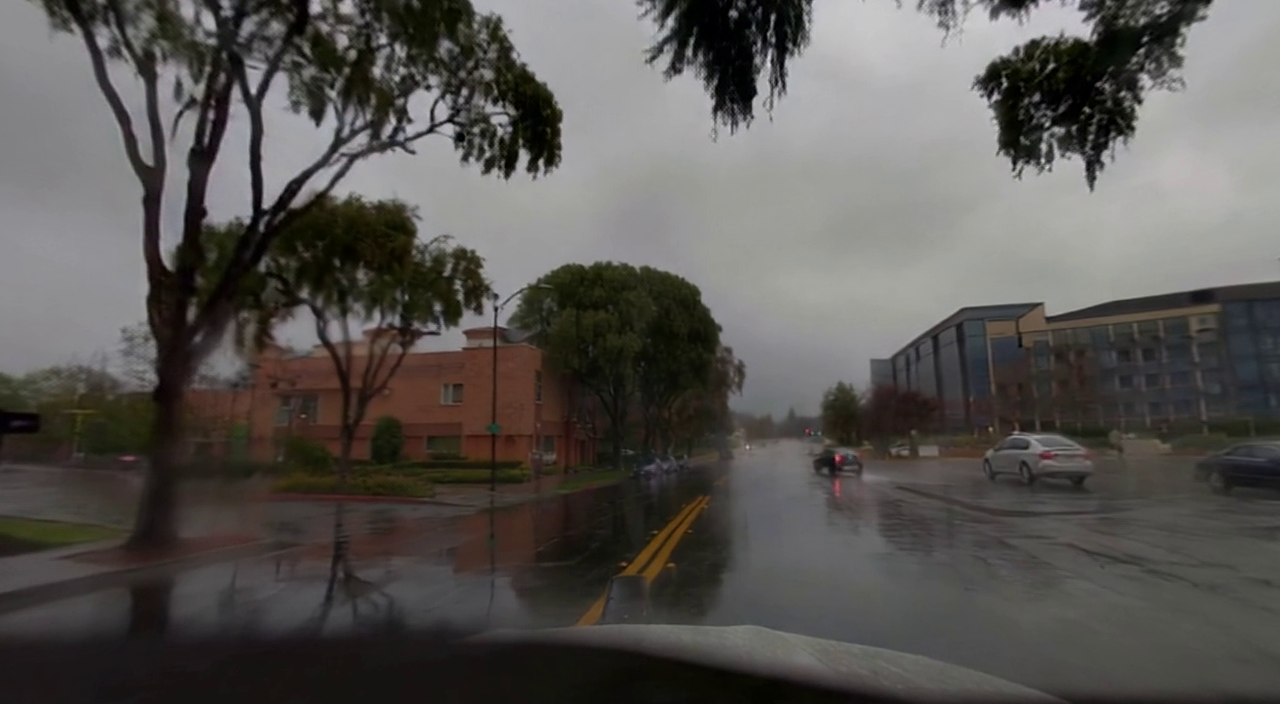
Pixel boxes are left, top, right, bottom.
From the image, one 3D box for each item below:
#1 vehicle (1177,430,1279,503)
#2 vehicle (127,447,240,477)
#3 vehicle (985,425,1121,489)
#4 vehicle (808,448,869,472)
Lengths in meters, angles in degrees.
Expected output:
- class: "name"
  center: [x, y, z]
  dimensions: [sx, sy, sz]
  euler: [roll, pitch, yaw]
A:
- class: "vehicle"
  center: [14.628, 2.505, 13.956]
  dimensions: [1.903, 1.528, 4.374]
  euler: [-2, -9, 6]
- class: "vehicle"
  center: [-26.779, 6.451, 37.167]
  dimensions: [4.814, 1.609, 2.197]
  euler: [1, -9, -8]
- class: "vehicle"
  center: [13.467, 3.486, 20.959]
  dimensions: [2.018, 1.840, 4.662]
  euler: [-2, -9, 11]
- class: "vehicle"
  center: [15.150, 8.255, 48.195]
  dimensions: [4.277, 1.740, 2.097]
  euler: [-4, -9, 18]
